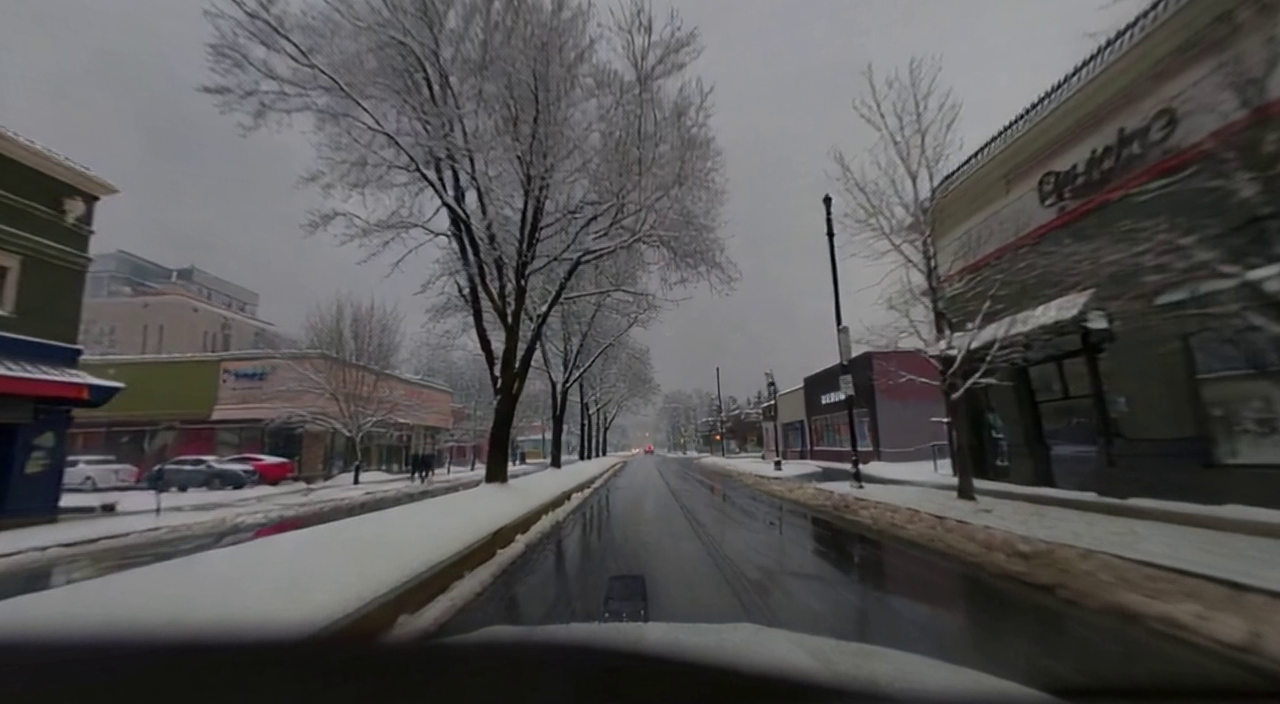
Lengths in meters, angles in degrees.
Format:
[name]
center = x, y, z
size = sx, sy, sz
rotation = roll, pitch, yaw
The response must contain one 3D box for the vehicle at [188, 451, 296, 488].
[vehicle]
center = -18.157, 5.350, 29.117
size = 1.837, 1.471, 4.756
rotation = 0, -8, 1
